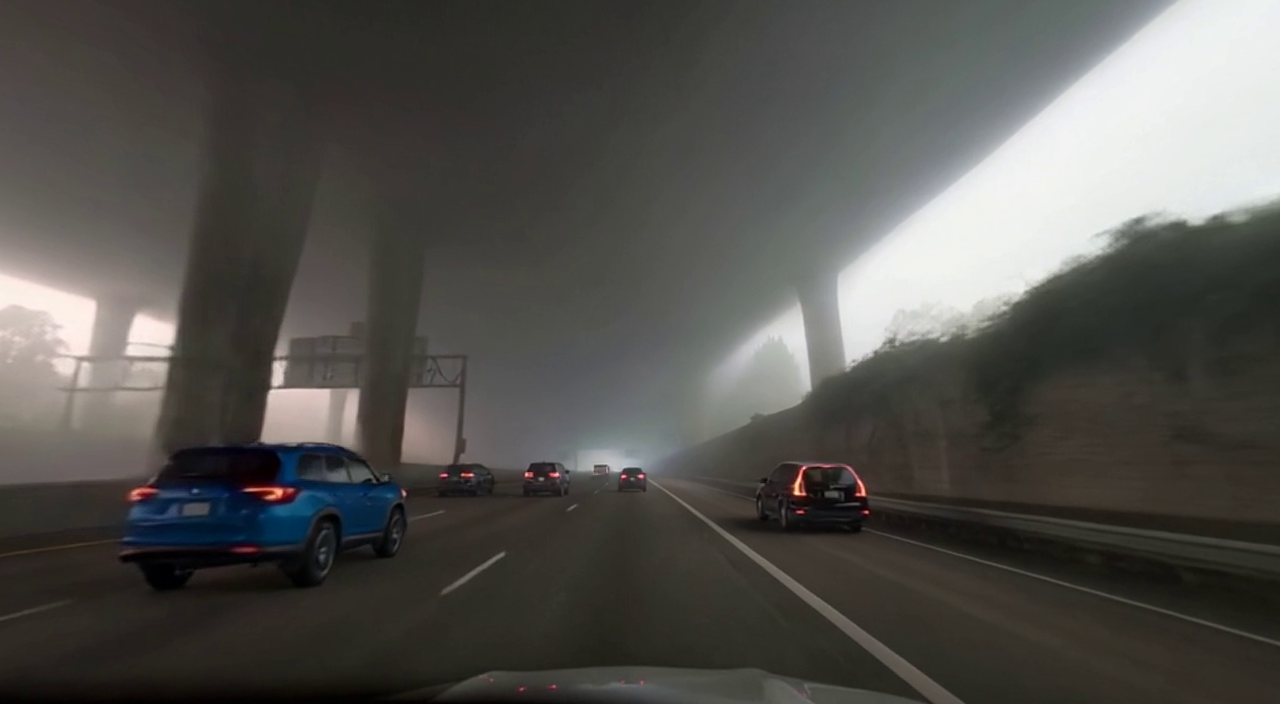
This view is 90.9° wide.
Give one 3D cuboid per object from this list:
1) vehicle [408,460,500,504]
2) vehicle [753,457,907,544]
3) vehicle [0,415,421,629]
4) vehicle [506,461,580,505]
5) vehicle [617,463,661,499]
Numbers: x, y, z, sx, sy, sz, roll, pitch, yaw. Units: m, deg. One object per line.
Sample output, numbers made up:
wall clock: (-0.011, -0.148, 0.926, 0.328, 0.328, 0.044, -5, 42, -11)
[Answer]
vehicle: (-7.250, 5.131, 25.117, 2.142, 1.545, 4.708, 1, -11, 1)
vehicle: (3.864, 3.118, 13.661, 1.992, 1.557, 4.017, 1, -11, -1)
vehicle: (-4.413, 1.803, 7.439, 2.069, 1.699, 4.452, 1, -11, -1)
vehicle: (-3.677, 5.093, 24.773, 2.102, 1.521, 4.687, 1, -11, 1)
vehicle: (-0.057, 6.283, 30.948, 1.992, 1.601, 3.762, 1, -11, 0)
